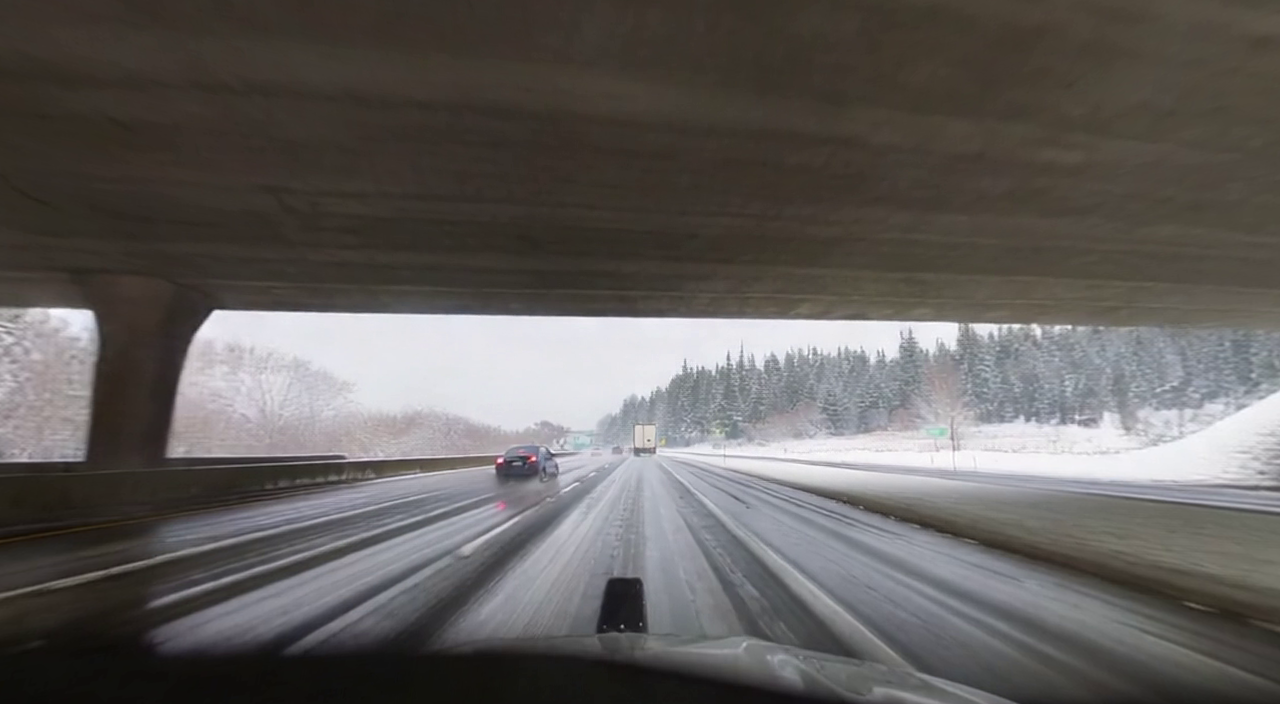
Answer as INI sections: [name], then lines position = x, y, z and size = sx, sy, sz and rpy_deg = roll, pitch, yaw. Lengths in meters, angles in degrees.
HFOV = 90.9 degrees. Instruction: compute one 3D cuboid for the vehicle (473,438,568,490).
[vehicle]
position = -4.022, 3.885, 22.175
size = 2.235, 1.593, 5.077
rpy_deg = 0, -9, 1
